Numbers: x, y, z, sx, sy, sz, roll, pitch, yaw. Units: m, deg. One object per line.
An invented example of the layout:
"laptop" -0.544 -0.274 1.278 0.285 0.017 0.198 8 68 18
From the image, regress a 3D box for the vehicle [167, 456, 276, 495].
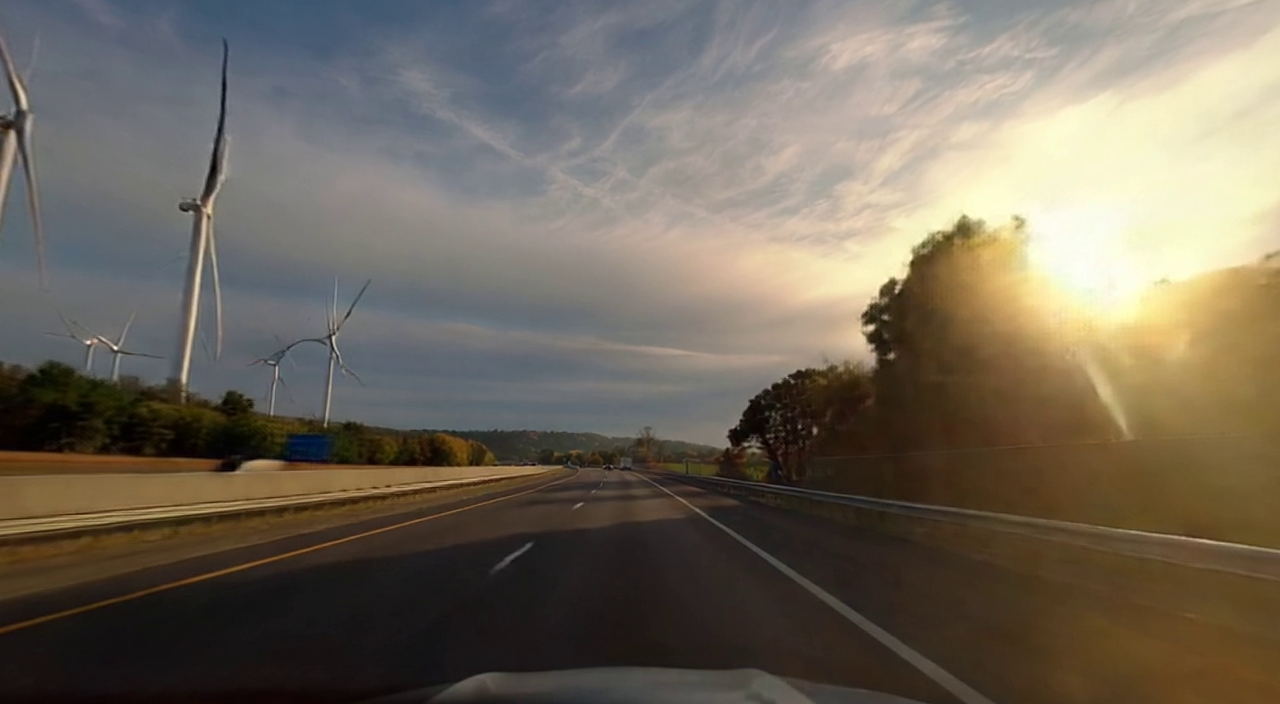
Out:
"vehicle" -17.285 5.116 26.270 1.818 1.471 3.973 1 -10 -1
